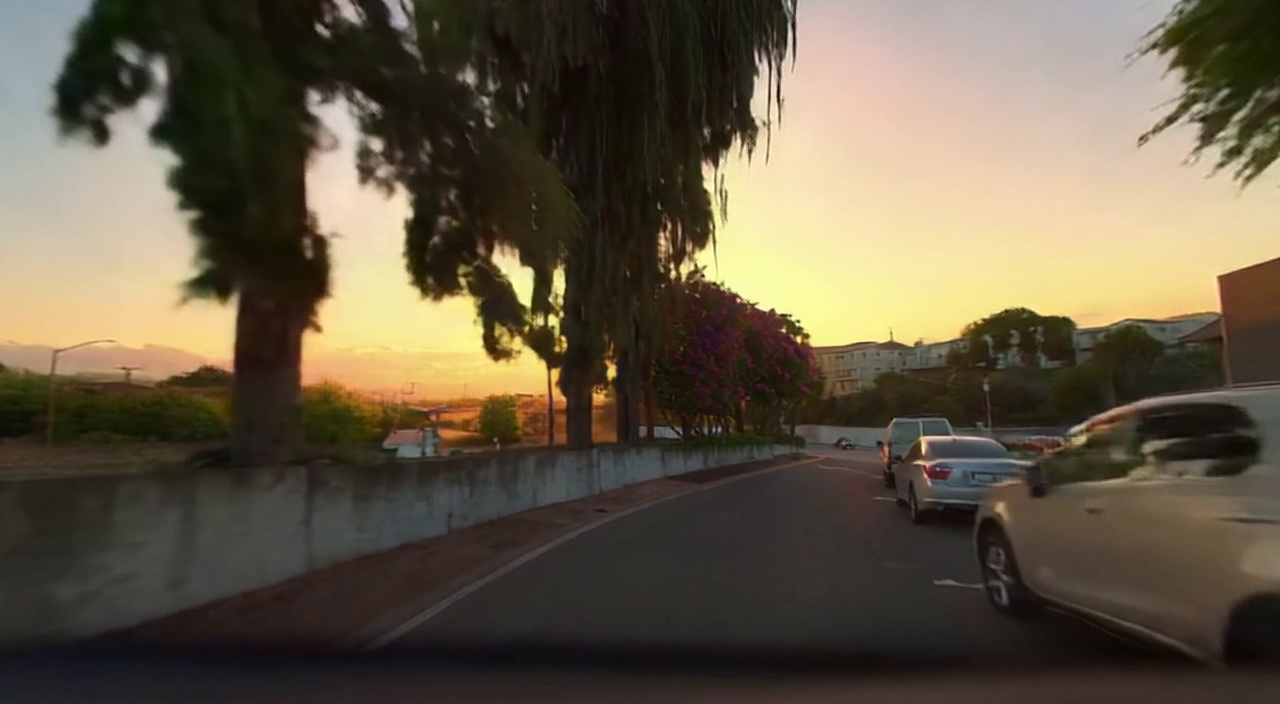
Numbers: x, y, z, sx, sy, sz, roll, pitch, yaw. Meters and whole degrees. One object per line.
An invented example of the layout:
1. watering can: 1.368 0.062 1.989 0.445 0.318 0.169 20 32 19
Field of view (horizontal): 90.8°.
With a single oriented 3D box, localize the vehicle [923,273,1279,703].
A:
1. vehicle: 3.821 0.836 3.386 2.483 1.978 5.802 -1 -9 7
